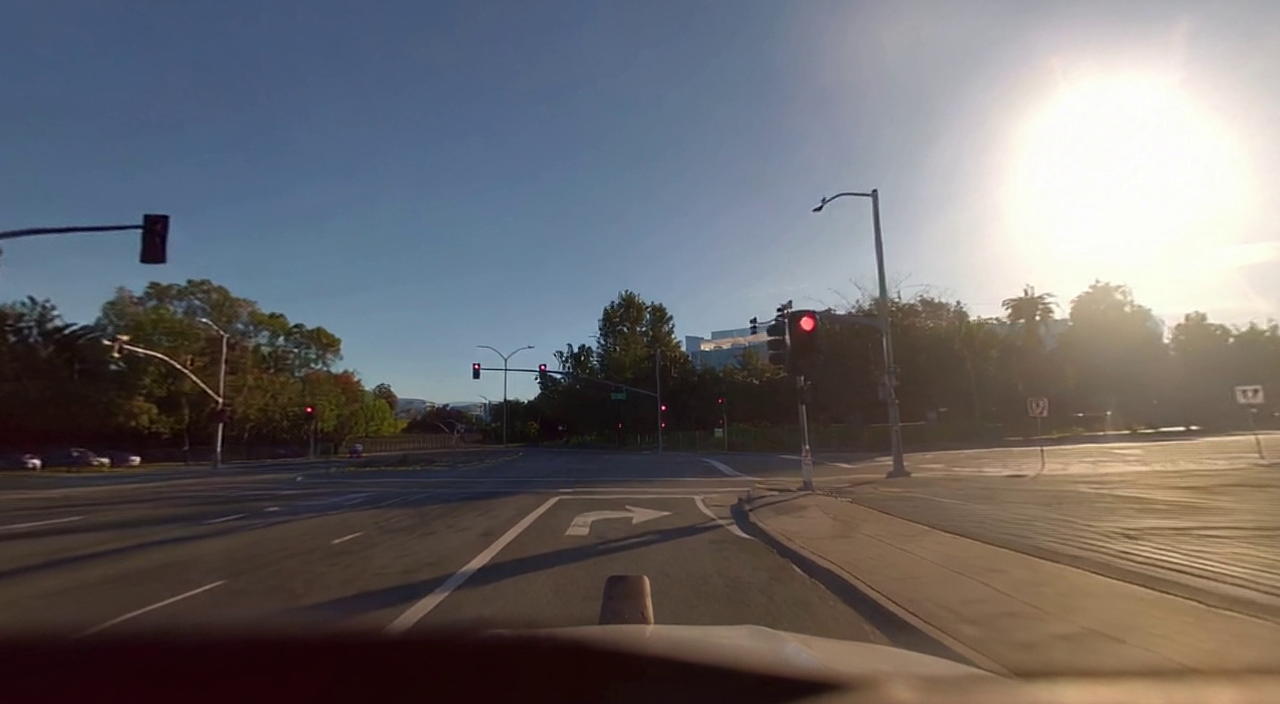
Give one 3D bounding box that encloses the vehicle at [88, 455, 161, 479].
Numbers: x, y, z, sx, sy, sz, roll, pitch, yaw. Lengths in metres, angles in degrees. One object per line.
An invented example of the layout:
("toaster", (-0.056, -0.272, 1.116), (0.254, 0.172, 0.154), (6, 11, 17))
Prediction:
("vehicle", (-36.883, 8.233, 45.156), (3.748, 1.389, 1.656), (-2, -6, -2))
